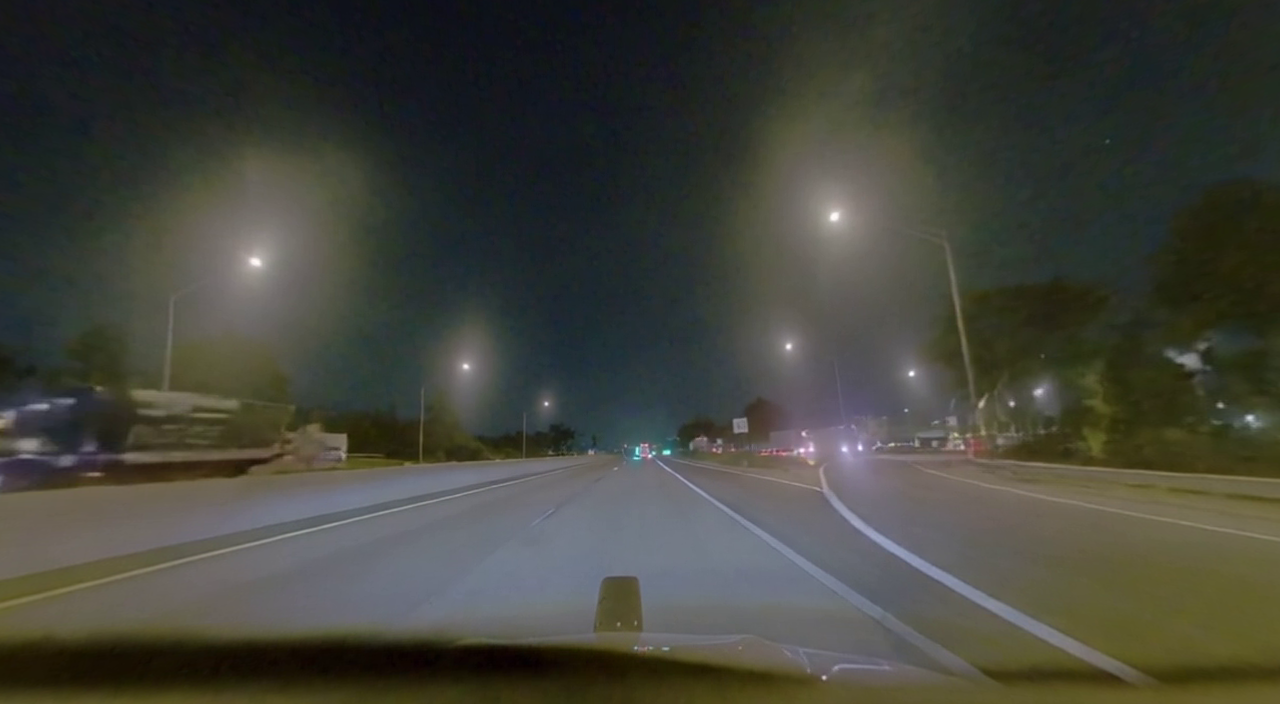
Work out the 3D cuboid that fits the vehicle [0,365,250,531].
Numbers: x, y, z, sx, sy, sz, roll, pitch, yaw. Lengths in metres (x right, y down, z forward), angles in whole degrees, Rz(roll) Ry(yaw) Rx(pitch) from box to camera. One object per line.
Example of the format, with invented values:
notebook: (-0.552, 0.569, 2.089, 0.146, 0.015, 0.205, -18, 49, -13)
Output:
vehicle: (-16.335, 2.861, 18.481, 3.035, 3.814, 9.987, -1, -9, 1)
